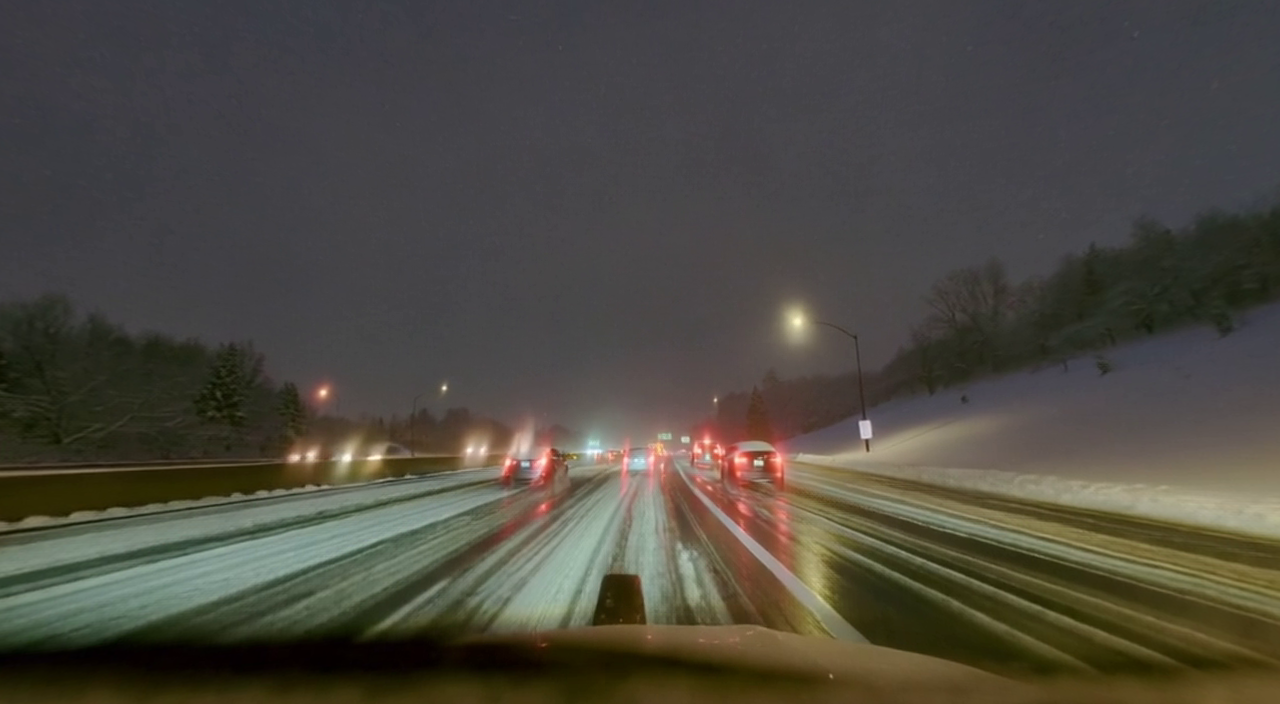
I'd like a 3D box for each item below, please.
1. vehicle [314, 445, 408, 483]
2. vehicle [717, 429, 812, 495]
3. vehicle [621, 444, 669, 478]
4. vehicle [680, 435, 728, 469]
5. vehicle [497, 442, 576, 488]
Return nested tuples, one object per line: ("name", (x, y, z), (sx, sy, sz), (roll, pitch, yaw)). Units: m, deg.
("vehicle", (-12.396, 4.994, 28.363), (2.042, 1.526, 4.580), (0, -9, 2))
("vehicle", (3.653, 3.328, 19.269), (2.045, 1.768, 4.249), (0, -9, 0))
("vehicle", (0.261, 5.078, 29.496), (2.071, 1.478, 4.130), (0, -9, 1))
("vehicle", (4.381, 7.028, 44.389), (2.802, 2.151, 6.579), (0, -9, 1))
("vehicle", (-3.678, 4.109, 23.220), (1.996, 1.488, 4.451), (0, -9, 2))
